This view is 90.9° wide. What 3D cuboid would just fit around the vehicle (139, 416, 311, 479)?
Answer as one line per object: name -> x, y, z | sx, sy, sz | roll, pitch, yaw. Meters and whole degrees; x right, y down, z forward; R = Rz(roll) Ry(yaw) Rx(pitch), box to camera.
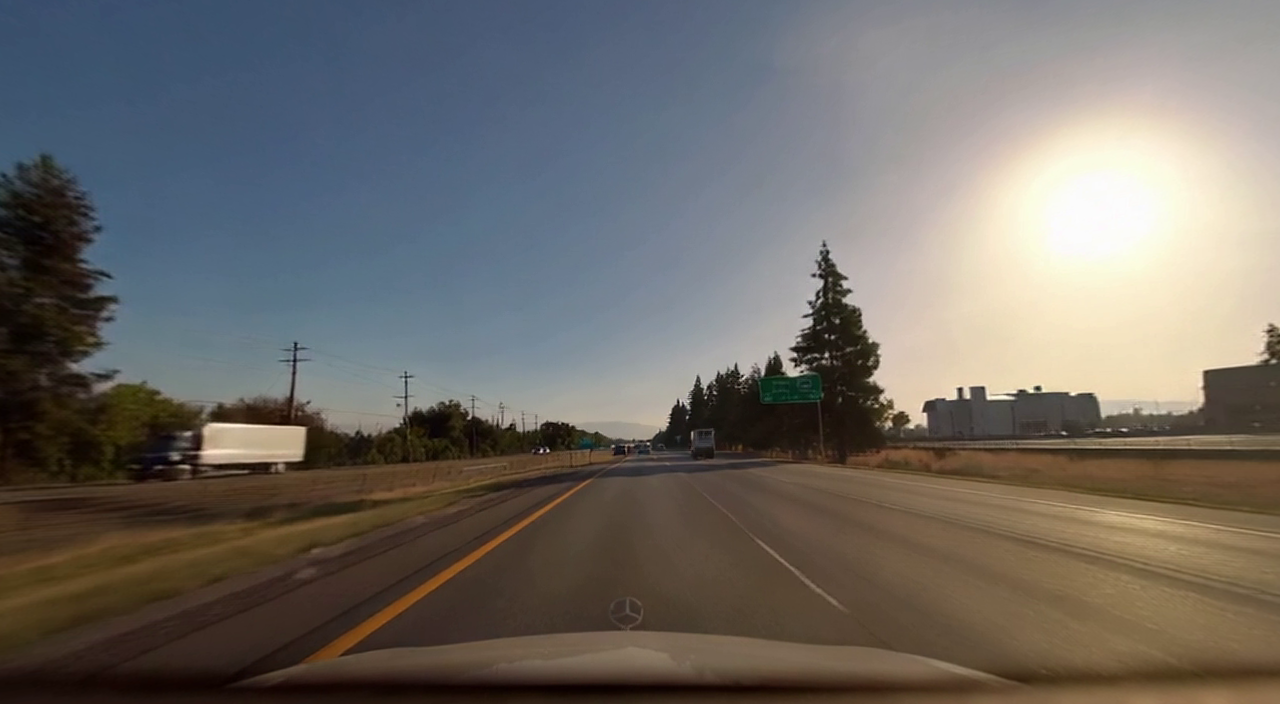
vehicle -> -28.237, 6.684, 44.349 | 3.003, 3.702, 13.656 | 0, -8, 0
